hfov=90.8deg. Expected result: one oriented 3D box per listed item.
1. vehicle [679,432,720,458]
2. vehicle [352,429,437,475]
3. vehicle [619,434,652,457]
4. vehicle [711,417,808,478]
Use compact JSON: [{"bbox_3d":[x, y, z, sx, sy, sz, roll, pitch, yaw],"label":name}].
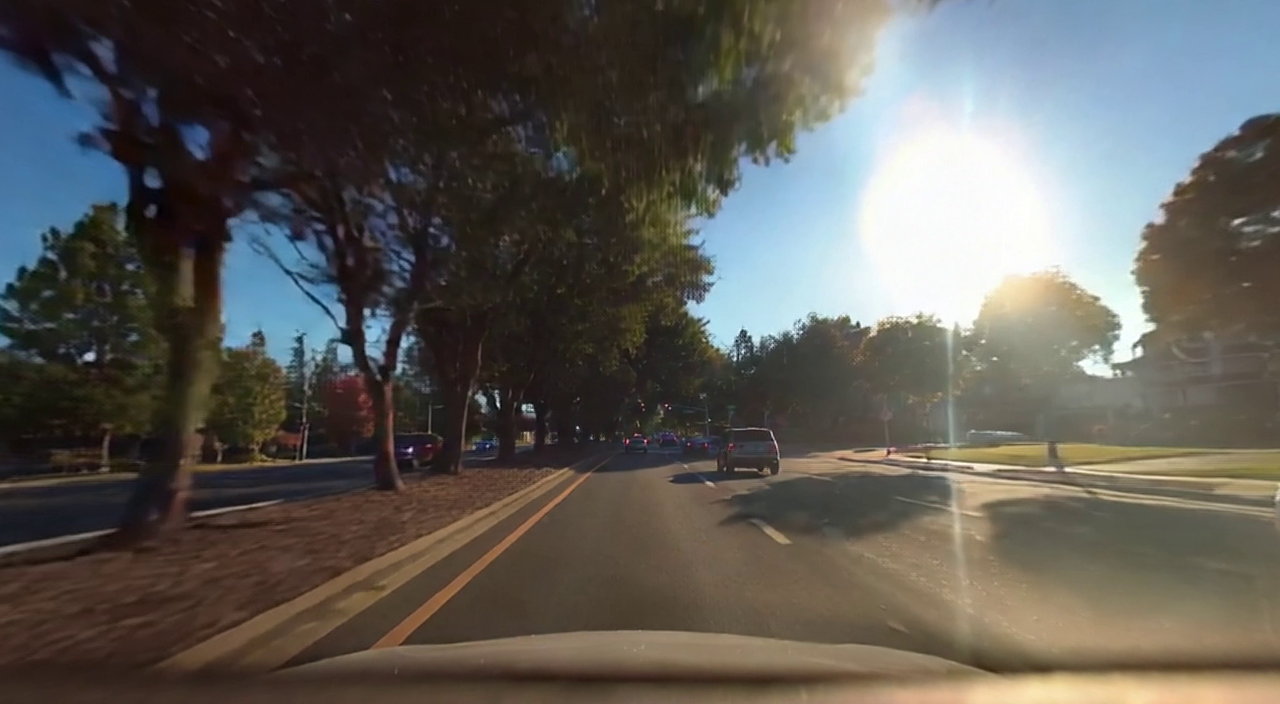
[{"bbox_3d":[3.599,5.719,38.845,2.064,1.474,4.389,0,-8,-1],"label":"vehicle"},{"bbox_3d":[-9.995,4.096,26.134,2.058,1.716,4.266,1,-8,-4],"label":"vehicle"},{"bbox_3d":[-0.293,5.990,40.541,1.988,1.418,4.214,0,-8,-1],"label":"vehicle"},{"bbox_3d":[3.876,3.233,21.456,2.209,1.813,4.724,0,-8,-2],"label":"vehicle"}]
